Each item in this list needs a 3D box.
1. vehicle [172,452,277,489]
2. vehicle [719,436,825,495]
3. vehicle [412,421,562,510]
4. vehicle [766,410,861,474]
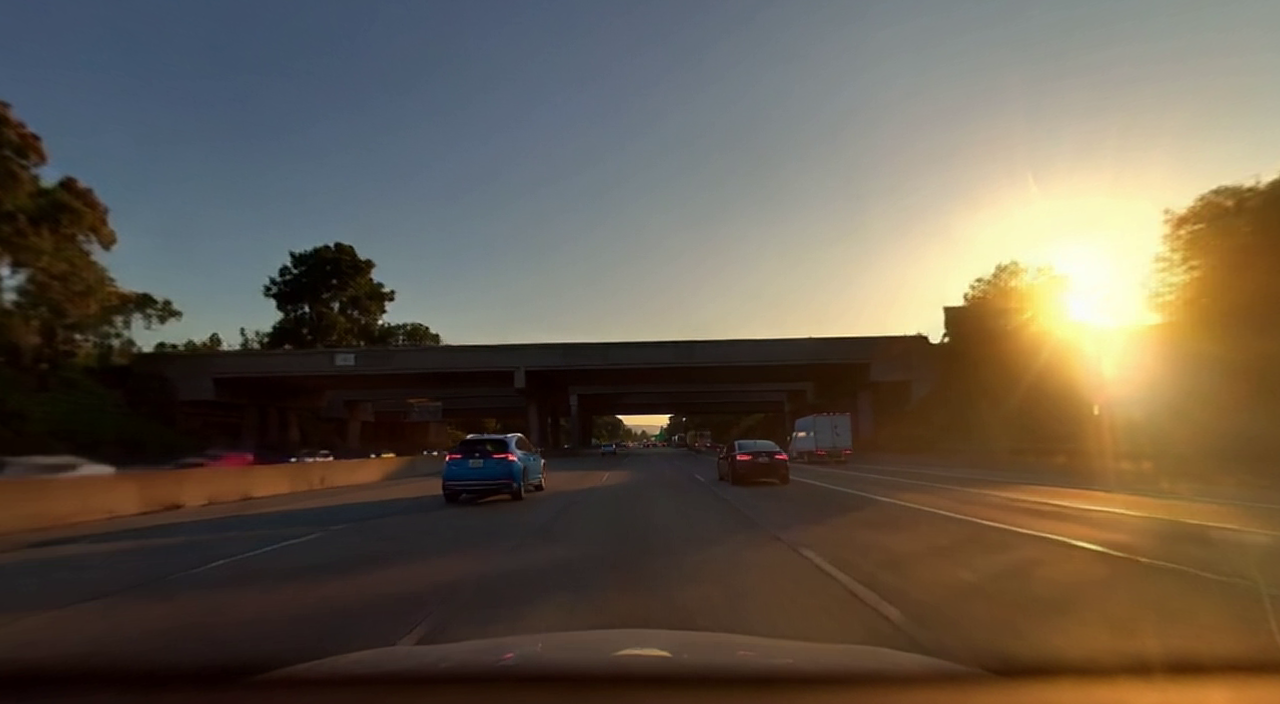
[{"bbox_3d":[-19.380,5.516,29.703,1.762,1.542,4.666,0,-9,0],"label":"vehicle"},{"bbox_3d":[3.709,3.281,18.655,2.080,1.493,4.674,0,-9,0],"label":"vehicle"},{"bbox_3d":[-3.432,2.698,15.418,2.218,1.764,5.229,0,-9,2],"label":"vehicle"},{"bbox_3d":[7.772,4.141,28.878,2.729,2.628,4.875,0,-9,-2],"label":"vehicle"}]
